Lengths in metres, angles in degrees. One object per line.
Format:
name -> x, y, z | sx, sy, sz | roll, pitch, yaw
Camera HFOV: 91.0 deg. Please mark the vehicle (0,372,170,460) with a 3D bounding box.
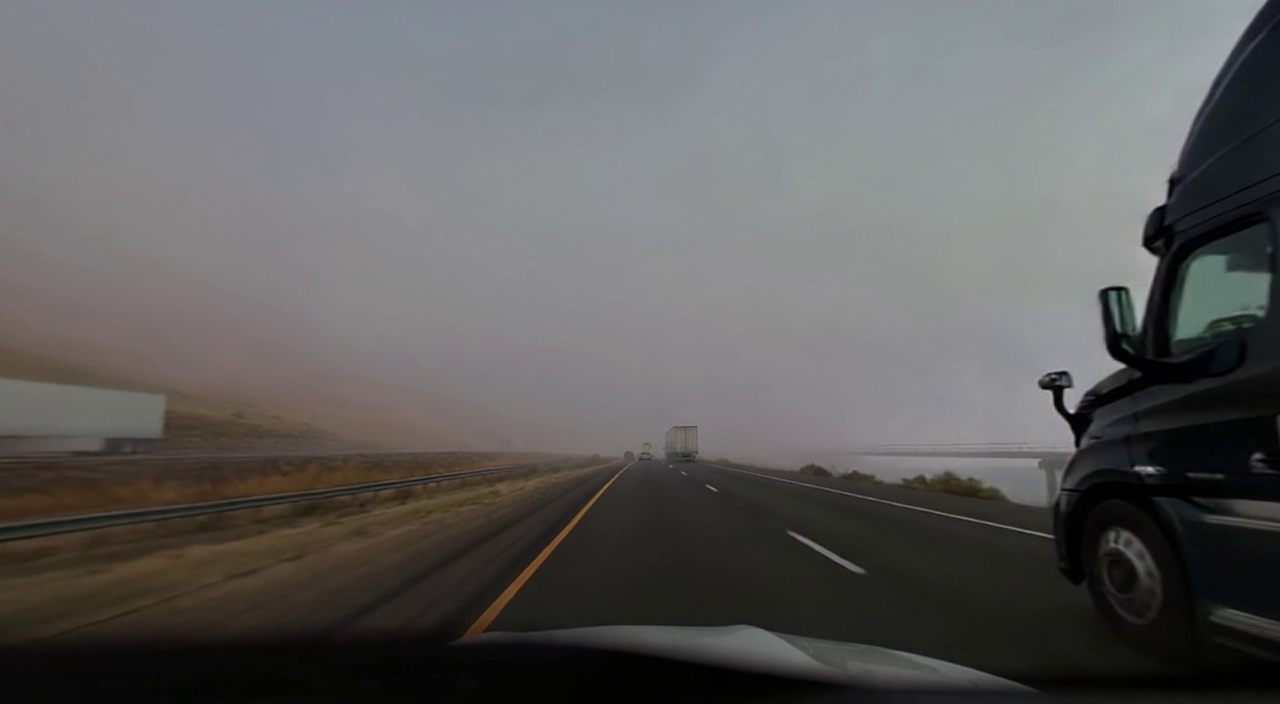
vehicle -> -32.080, 3.589, 33.445 | 2.889, 4.150, 14.624 | 0, -9, 0
